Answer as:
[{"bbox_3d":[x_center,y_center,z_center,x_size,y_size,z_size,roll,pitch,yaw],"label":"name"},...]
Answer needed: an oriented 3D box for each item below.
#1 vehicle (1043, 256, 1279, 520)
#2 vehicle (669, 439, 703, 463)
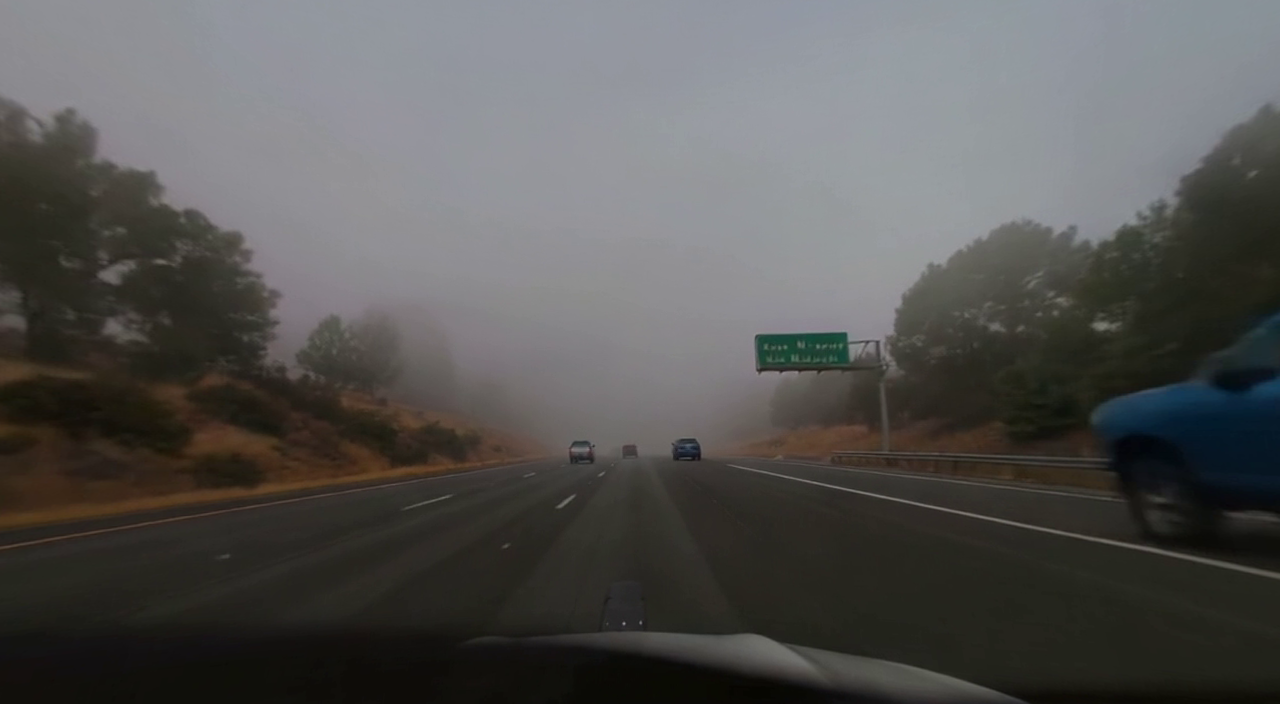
[{"bbox_3d":[11.689,0.719,11.069,3.043,4.138,9.135,0,-8,0],"label":"vehicle"},{"bbox_3d":[3.362,7.334,46.779,1.995,1.712,4.206,0,-8,-2],"label":"vehicle"}]
